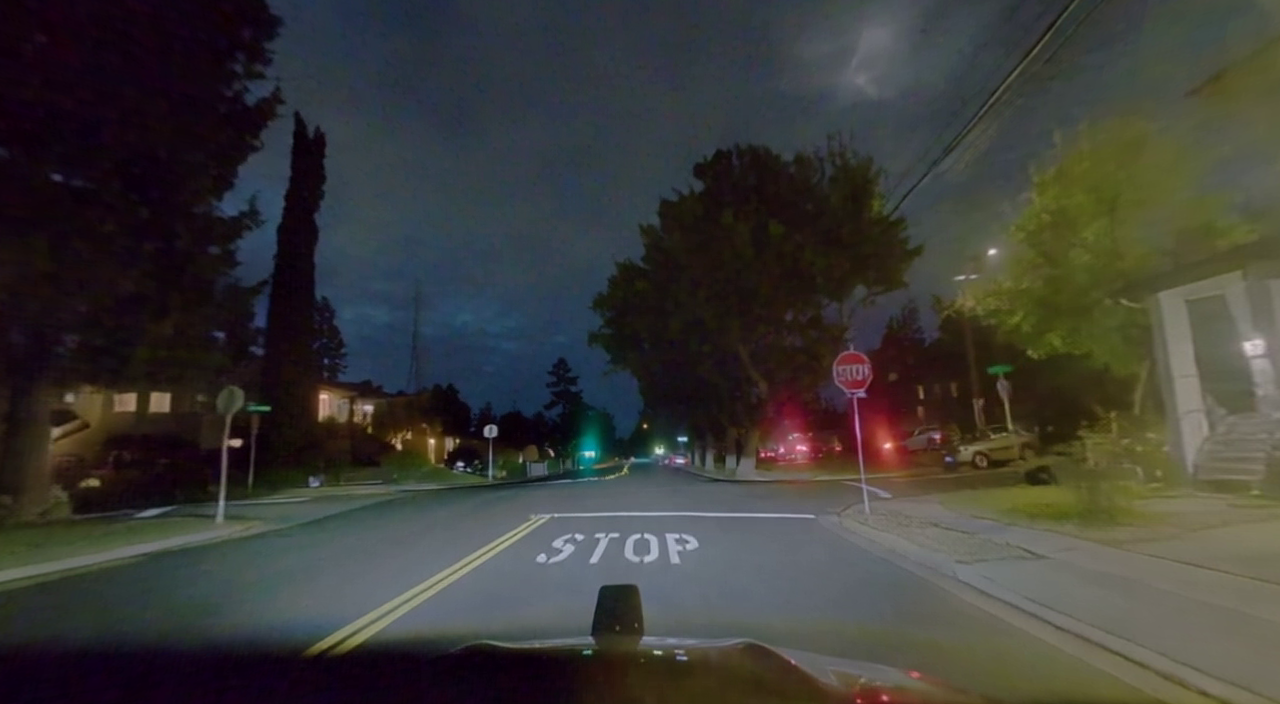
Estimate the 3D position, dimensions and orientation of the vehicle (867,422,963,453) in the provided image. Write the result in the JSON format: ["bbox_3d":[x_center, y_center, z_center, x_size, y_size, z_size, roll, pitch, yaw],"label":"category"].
[{"bbox_3d":[15.084,4.750,34.918,1.960,1.584,4.669,3,-9,-23],"label":"vehicle"}]

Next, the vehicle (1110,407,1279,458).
[{"bbox_3d":[17.593,2.557,20.020,4.682,1.483,1.917,2,-9,-20],"label":"vehicle"}]

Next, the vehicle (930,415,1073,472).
[{"bbox_3d":[15.161,3.849,26.597,4.788,1.875,2.148,1,-19,-15],"label":"vehicle"}]

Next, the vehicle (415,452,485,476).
[{"bbox_3d":[-12.140,7.165,40.505,3.937,1.390,1.644,0,-7,0],"label":"vehicle"}]

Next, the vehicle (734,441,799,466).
[{"bbox_3d":[9.649,7.768,48.134,4.399,1.537,1.859,4,-19,-21],"label":"vehicle"}]
